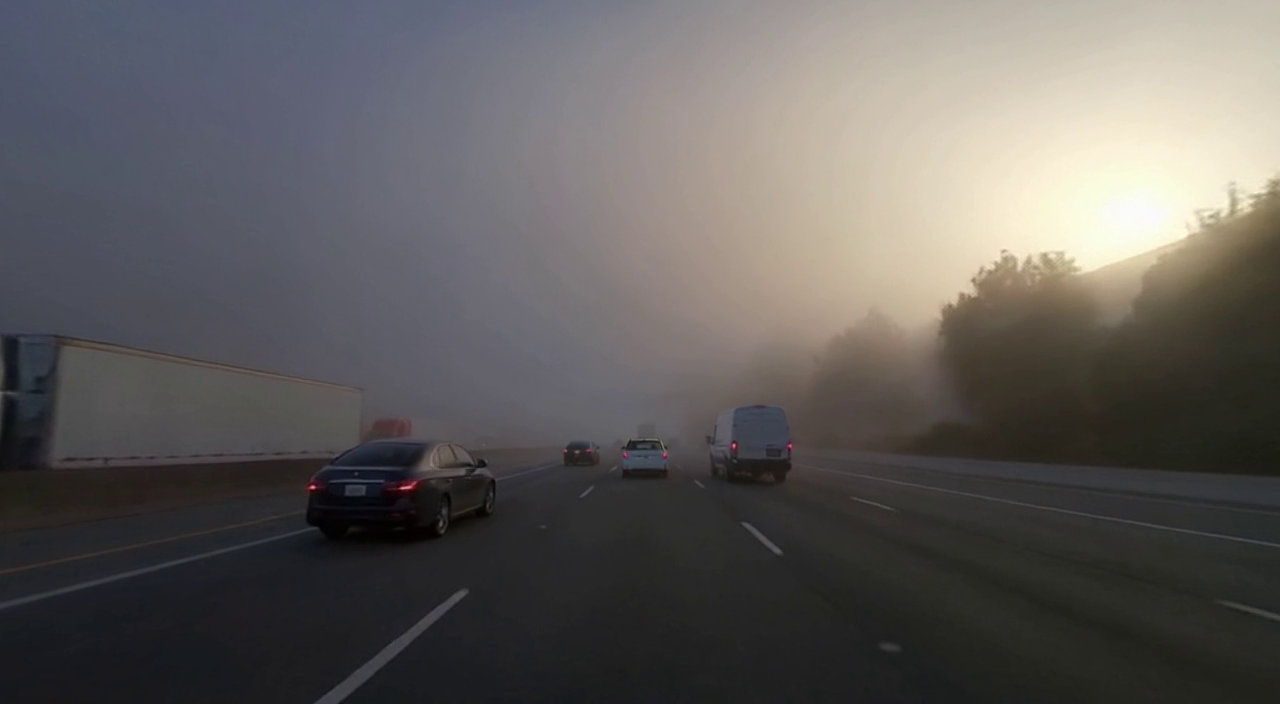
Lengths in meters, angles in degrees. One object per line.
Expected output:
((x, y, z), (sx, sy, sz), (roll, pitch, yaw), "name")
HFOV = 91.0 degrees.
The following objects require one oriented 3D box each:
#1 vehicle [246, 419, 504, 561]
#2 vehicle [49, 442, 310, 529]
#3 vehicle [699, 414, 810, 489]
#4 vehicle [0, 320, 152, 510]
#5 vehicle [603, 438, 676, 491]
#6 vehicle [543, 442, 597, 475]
((-3.497, 1.900, 9.382), (1.956, 1.602, 4.258), (0, -9, 0), "vehicle")
((-9.022, 2.604, 12.996), (1.937, 1.450, 4.569), (0, -9, 0), "vehicle")
((3.499, 3.232, 20.611), (2.460, 2.086, 5.576), (0, -9, -1), "vehicle")
((-15.269, 1.297, 13.084), (3.043, 4.038, 8.794), (0, -9, 0), "vehicle")
((-0.034, 3.464, 19.742), (2.053, 1.461, 3.941), (0, -9, 0), "vehicle")
((-3.299, 5.094, 30.402), (2.062, 1.459, 4.365), (0, -9, 1), "vehicle")
